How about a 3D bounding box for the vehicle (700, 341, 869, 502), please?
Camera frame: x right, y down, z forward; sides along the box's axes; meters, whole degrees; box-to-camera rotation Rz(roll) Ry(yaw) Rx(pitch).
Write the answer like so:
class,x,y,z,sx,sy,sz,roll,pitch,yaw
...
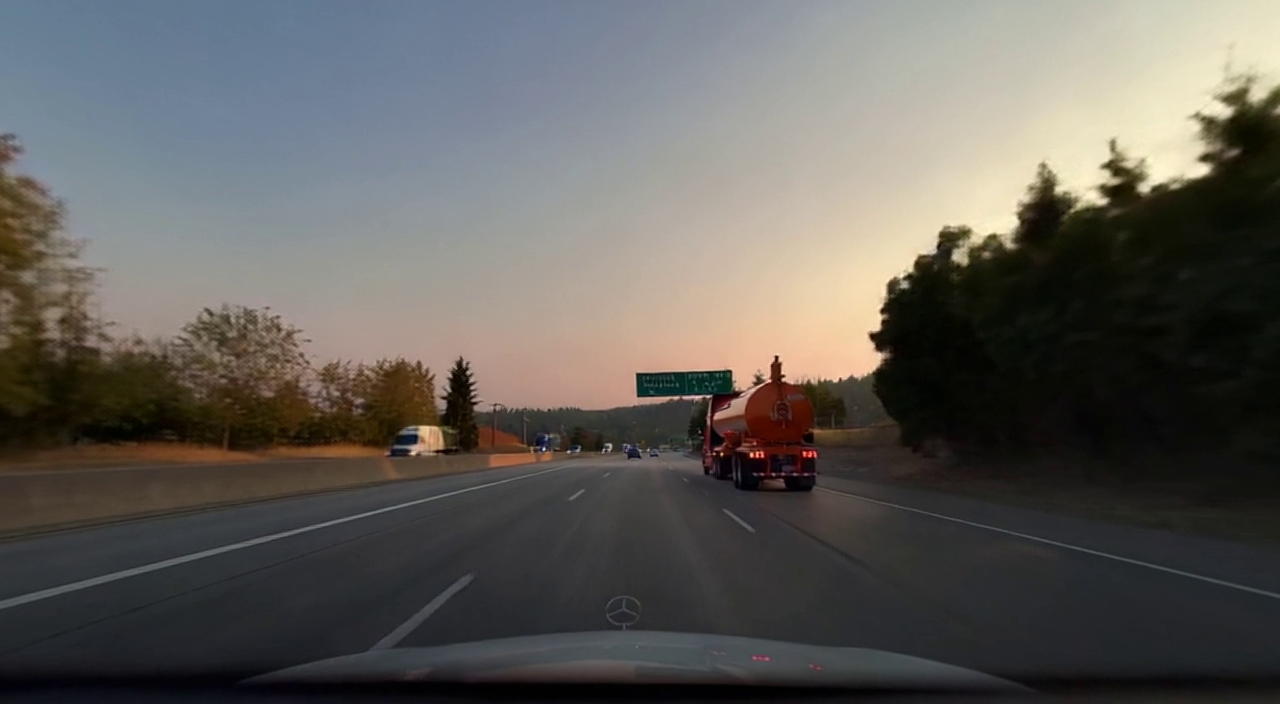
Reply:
class,x,y,z,sx,sy,sz,roll,pitch,yaw
vehicle,4.317,2.793,22.944,2.784,4.080,13.516,-2,-9,-1
